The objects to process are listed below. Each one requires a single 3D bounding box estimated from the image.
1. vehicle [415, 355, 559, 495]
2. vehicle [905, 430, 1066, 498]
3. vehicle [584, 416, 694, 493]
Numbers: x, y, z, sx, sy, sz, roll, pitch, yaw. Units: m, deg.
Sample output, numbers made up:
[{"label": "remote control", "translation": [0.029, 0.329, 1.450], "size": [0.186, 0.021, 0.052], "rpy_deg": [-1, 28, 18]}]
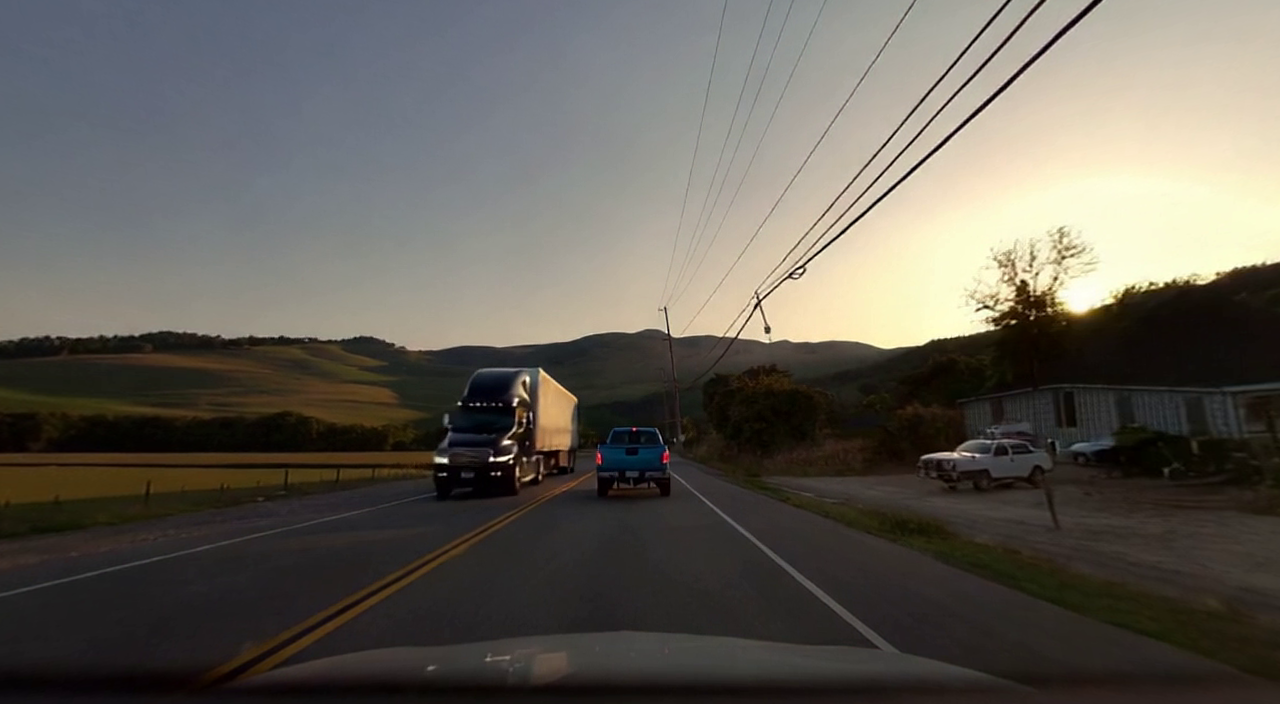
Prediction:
[{"label": "vehicle", "translation": [-4.844, 2.630, 21.998], "size": [3.063, 3.986, 7.883], "rpy_deg": [0, -8, -1]}, {"label": "vehicle", "translation": [10.632, 3.339, 19.296], "size": [5.304, 1.754, 2.340], "rpy_deg": [7, -11, -39]}, {"label": "vehicle", "translation": [-0.076, 3.283, 20.553], "size": [2.921, 2.031, 7.416], "rpy_deg": [0, -8, -1]}]
